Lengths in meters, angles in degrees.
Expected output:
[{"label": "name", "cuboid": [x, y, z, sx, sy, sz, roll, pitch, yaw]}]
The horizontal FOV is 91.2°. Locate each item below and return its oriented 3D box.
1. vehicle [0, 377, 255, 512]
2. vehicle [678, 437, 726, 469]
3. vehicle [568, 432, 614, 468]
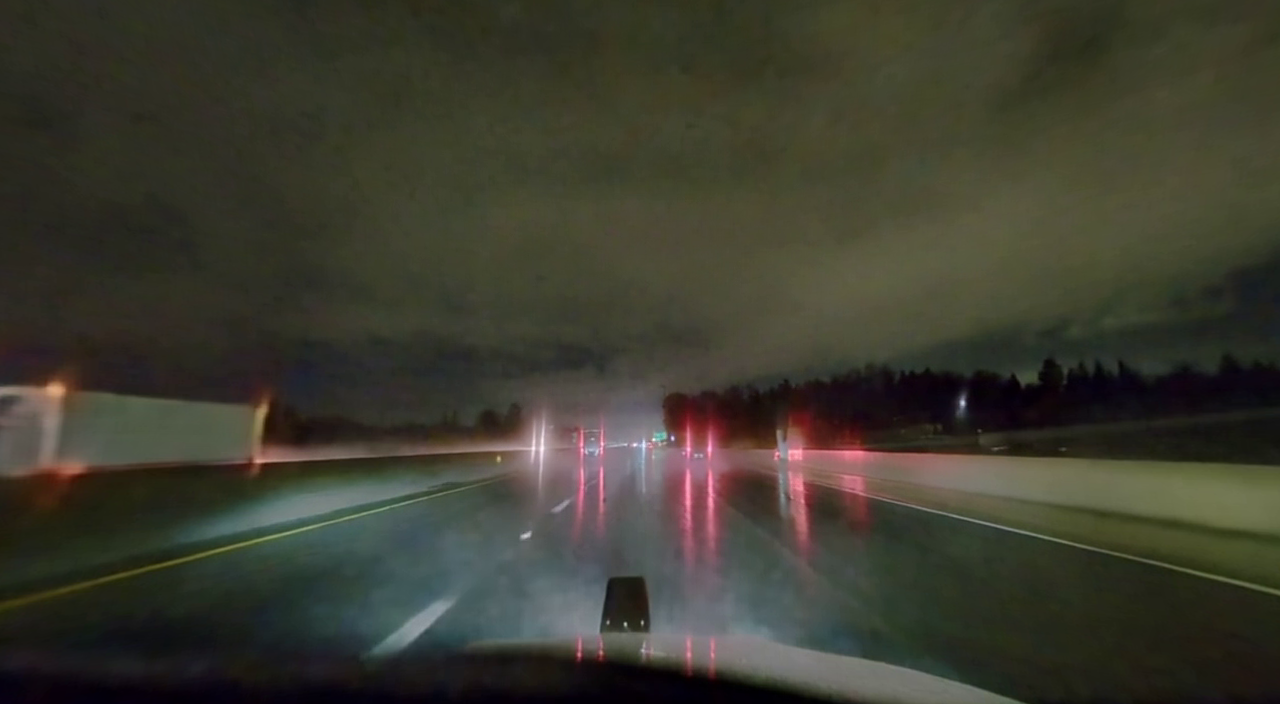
[{"label": "vehicle", "cuboid": [-21.335, 3.719, 25.099, 3.016, 4.139, 14.005, 0, -9, 0]}, {"label": "vehicle", "cuboid": [3.413, 5.642, 35.288, 2.202, 1.682, 4.188, 0, -9, 0]}, {"label": "vehicle", "cuboid": [-2.901, 6.026, 38.549, 2.291, 2.052, 4.887, 0, -9, 1]}]
